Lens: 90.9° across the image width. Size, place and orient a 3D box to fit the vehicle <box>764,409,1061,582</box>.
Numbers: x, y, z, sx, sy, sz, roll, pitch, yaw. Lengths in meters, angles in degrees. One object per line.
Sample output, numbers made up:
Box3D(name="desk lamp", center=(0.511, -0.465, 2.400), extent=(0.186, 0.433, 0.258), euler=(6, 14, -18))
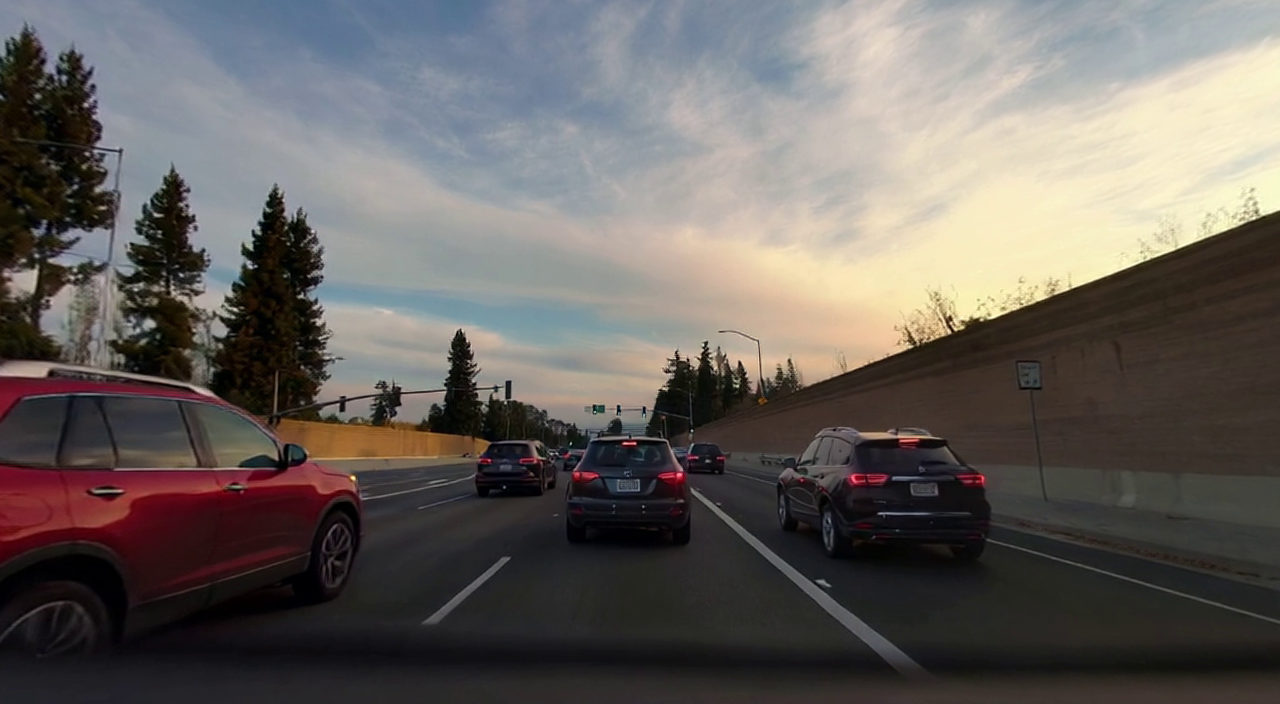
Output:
Box3D(name="vehicle", center=(3.142, 1.742, 8.467), extent=(2.029, 1.702, 4.281), euler=(0, -8, 0))

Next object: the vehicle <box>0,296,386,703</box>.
Box3D(name="vehicle", center=(-3.550, 0.955, 3.887), extent=(2.070, 1.913, 4.450), euler=(0, -8, 0))

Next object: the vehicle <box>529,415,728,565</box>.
Box3D(name="vehicle", center=(-0.097, 1.845, 9.128), extent=(2.245, 1.677, 3.913), euler=(0, -8, 1))

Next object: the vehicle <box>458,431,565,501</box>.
Box3D(name="vehicle", center=(-3.563, 3.250, 18.458), extent=(2.067, 1.759, 4.631), euler=(0, -8, 1))
